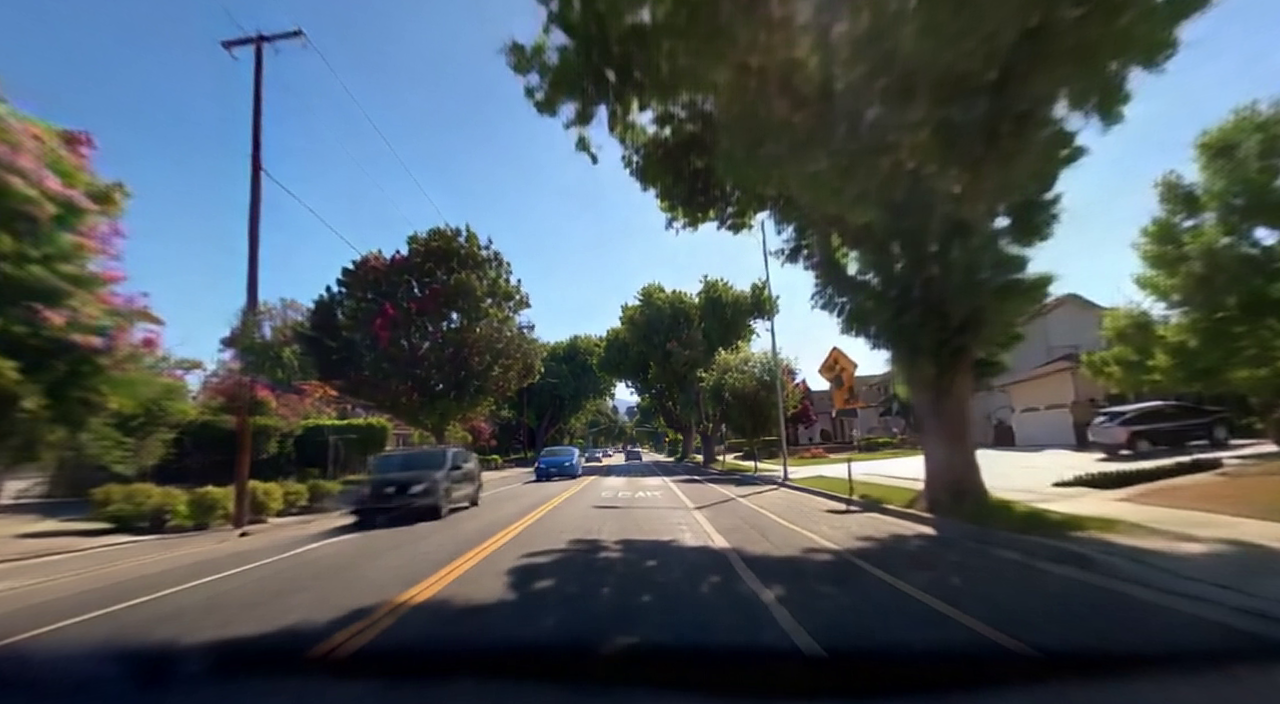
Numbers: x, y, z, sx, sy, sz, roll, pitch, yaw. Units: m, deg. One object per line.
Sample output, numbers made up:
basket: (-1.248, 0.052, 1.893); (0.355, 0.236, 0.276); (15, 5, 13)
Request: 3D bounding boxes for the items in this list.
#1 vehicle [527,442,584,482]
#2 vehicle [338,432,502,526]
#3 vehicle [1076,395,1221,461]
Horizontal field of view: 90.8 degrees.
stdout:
vehicle: (-3.779, 5.018, 29.129); (2.090, 1.689, 4.232); (0, -9, -1)
vehicle: (-5.010, 2.952, 15.392); (2.059, 1.840, 5.317); (0, -9, 0)
vehicle: (16.995, 2.668, 21.503); (2.068, 1.963, 5.037); (-3, -9, 18)
